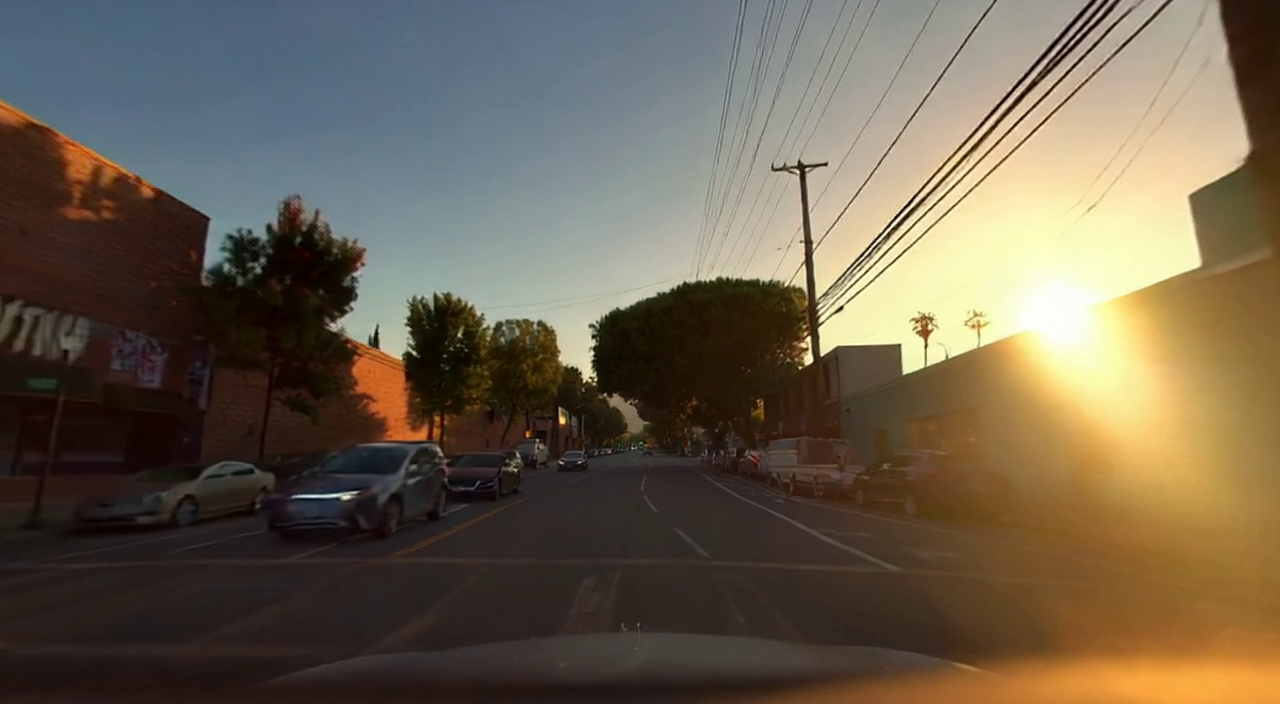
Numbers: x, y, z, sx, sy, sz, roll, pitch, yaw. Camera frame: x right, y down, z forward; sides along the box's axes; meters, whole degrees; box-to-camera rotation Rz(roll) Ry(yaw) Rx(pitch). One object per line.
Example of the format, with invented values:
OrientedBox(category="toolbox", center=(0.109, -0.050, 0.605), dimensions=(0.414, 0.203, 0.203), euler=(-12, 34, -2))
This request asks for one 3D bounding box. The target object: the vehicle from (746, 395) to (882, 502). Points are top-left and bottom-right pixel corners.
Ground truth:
OrientedBox(category="vehicle", center=(5.910, 3.465, 22.969), dimensions=(2.815, 3.203, 7.558), euler=(0, -8, 0))

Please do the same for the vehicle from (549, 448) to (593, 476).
OrientedBox(category="vehicle", center=(-3.959, 6.381, 36.888), dimensions=(1.925, 1.479, 4.444), euler=(0, -8, 2))

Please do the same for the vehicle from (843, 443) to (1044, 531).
OrientedBox(category="vehicle", center=(6.491, 2.880, 14.188), dimensions=(1.963, 1.646, 4.204), euler=(1, -9, -8))

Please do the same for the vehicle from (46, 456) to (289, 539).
OrientedBox(category="vehicle", center=(-10.011, 3.062, 13.936), dimensions=(1.978, 1.452, 4.263), euler=(0, -8, 1))

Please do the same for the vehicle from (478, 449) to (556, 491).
OrientedBox(category="vehicle", center=(-4.730, 4.579, 25.023), dimensions=(1.845, 1.469, 4.413), euler=(-1, -8, 5))

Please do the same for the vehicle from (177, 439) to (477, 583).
OrientedBox(category="vehicle", center=(-3.870, 2.002, 8.864), dimensions=(2.050, 1.505, 4.219), euler=(0, -8, 0))
